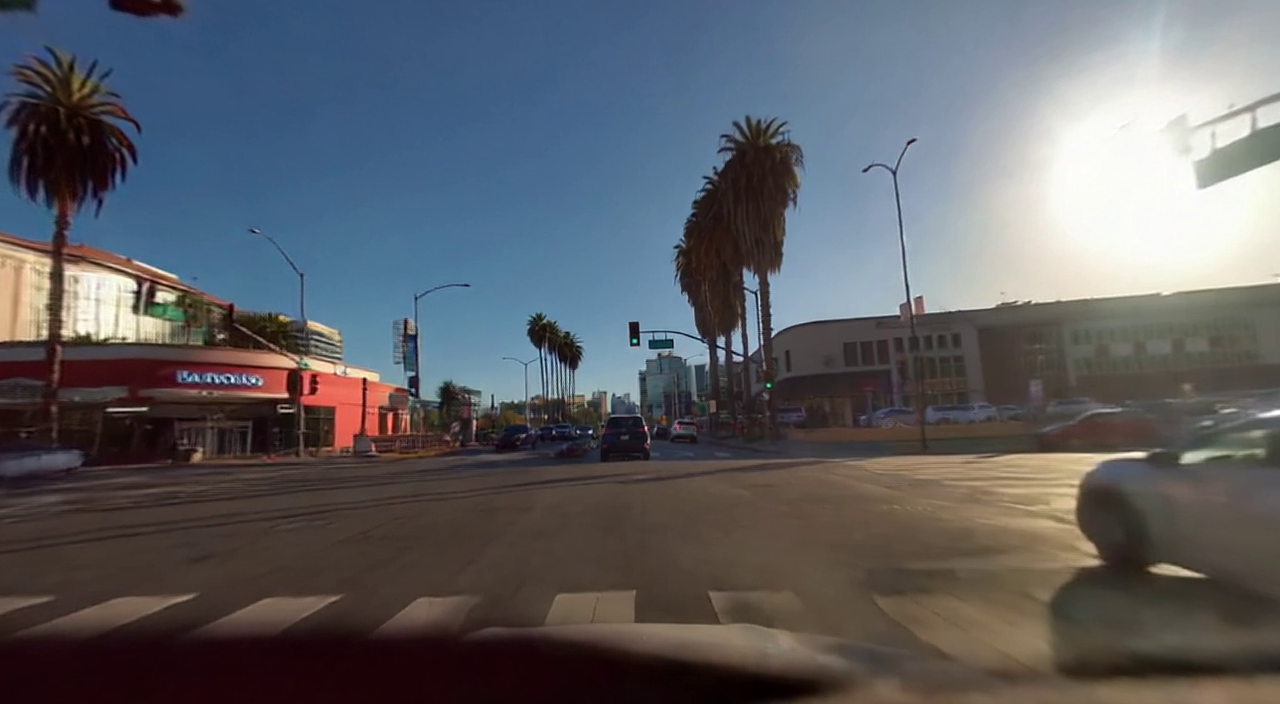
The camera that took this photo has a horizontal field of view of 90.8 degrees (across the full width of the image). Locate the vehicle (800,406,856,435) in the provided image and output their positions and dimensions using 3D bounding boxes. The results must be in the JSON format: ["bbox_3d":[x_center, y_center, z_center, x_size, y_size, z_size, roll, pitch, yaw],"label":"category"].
[{"bbox_3d":[11.353,4.195,38.547,1.899,1.550,4.531,-1,-7,-2],"label":"vehicle"}]

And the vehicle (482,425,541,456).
[{"bbox_3d":[-6.601,4.623,32.975,2.032,1.508,4.661,-1,-8,1],"label":"vehicle"}]

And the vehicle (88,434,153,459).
[{"bbox_3d":[-40.671,7.388,49.481,1.615,1.455,3.501,-7,-4,26],"label":"vehicle"}]

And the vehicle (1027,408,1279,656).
[{"bbox_3d":[4.868,1.155,4.417,1.963,1.449,4.653,-2,-8,9],"label":"vehicle"}]

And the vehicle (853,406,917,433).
[{"bbox_3d":[14.058,3.944,36.516,1.797,1.443,4.451,-1,-7,-1],"label":"vehicle"}]

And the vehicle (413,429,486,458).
[{"bbox_3d":[-10.271,5.003,34.489,2.002,1.470,4.388,-2,-8,11],"label":"vehicle"}]

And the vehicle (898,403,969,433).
[{"bbox_3d":[16.597,3.807,35.993,1.850,1.509,4.297,0,-9,-1],"label":"vehicle"}]

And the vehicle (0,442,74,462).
[{"bbox_3d":[-43.091,7.159,45.204,1.573,1.372,3.435,-7,-11,29],"label":"vehicle"}]

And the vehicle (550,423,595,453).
[{"bbox_3d":[-3.646,4.754,34.843,1.921,1.491,4.332,-1,-8,1],"label":"vehicle"}]

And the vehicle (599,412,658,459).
[{"bbox_3d":[-0.498,3.523,26.554,2.264,1.798,4.531,0,-8,-1],"label":"vehicle"}]
